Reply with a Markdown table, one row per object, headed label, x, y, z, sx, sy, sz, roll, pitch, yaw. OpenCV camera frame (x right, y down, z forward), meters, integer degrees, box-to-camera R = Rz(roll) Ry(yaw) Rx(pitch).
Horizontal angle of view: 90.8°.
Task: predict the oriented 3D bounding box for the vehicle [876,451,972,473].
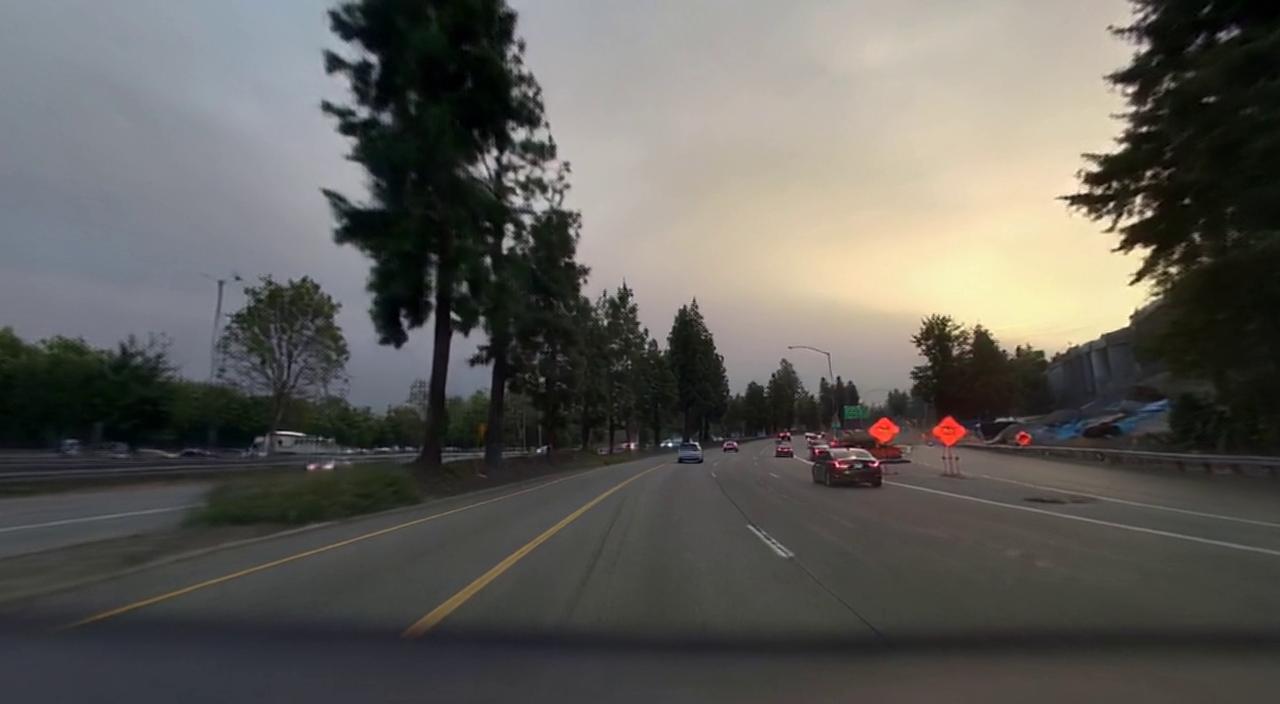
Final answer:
| label | x | y | z | sx | sy | sz | roll | pitch | yaw |
| --- | --- | --- | --- | --- | --- | --- | --- | --- | --- |
| vehicle | 14.086 | 5.496 | 31.780 | 3.503 | 1.020 | 4.269 | -2 | -9 | 11 |

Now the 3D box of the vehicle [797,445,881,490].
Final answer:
| label | x | y | z | sx | sy | sz | roll | pitch | yaw |
| --- | --- | --- | --- | --- | --- | --- | --- | --- | --- |
| vehicle | 7.251 | 4.218 | 23.442 | 2.044 | 1.474 | 4.083 | -1 | -9 | 4 |

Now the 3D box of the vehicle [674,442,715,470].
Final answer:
| label | x | y | z | sx | sy | sz | roll | pitch | yaw |
| --- | --- | --- | --- | --- | --- | --- | --- | --- | --- |
| vehicle | 3.470 | 6.513 | 39.714 | 2.201 | 1.676 | 4.541 | -2 | -9 | 9 |
